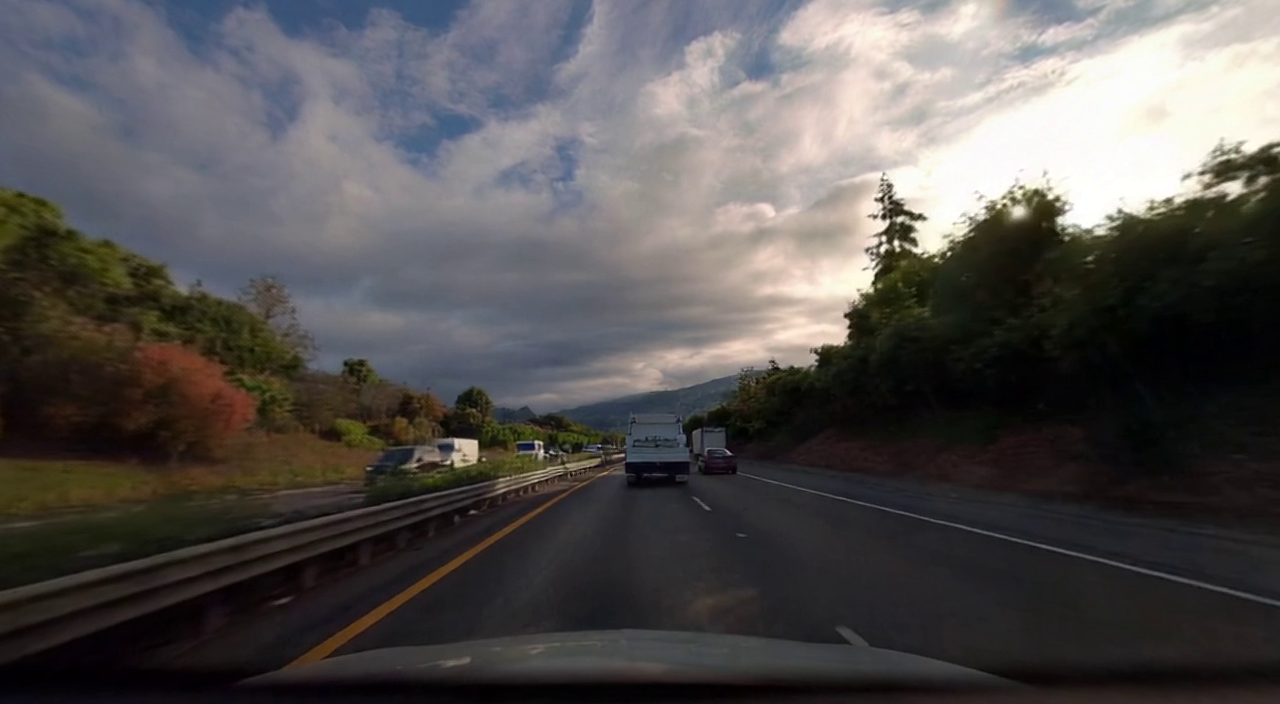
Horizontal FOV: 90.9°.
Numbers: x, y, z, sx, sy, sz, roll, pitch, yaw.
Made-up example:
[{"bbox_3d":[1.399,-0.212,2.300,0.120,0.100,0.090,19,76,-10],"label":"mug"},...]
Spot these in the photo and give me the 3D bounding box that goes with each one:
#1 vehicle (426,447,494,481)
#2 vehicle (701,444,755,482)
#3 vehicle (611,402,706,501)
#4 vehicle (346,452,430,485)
[{"bbox_3d":[-8.750,5.470,31.105,2.009,1.535,4.266,0,-9,1],"label":"vehicle"},{"bbox_3d":[3.641,4.673,26.763,1.654,1.441,4.066,0,-9,-1],"label":"vehicle"},{"bbox_3d":[0.373,2.929,18.699,2.423,2.517,5.055,0,-9,-2],"label":"vehicle"},{"bbox_3d":[-12.592,5.841,31.860,2.325,1.498,4.589,0,-9,0],"label":"vehicle"}]
